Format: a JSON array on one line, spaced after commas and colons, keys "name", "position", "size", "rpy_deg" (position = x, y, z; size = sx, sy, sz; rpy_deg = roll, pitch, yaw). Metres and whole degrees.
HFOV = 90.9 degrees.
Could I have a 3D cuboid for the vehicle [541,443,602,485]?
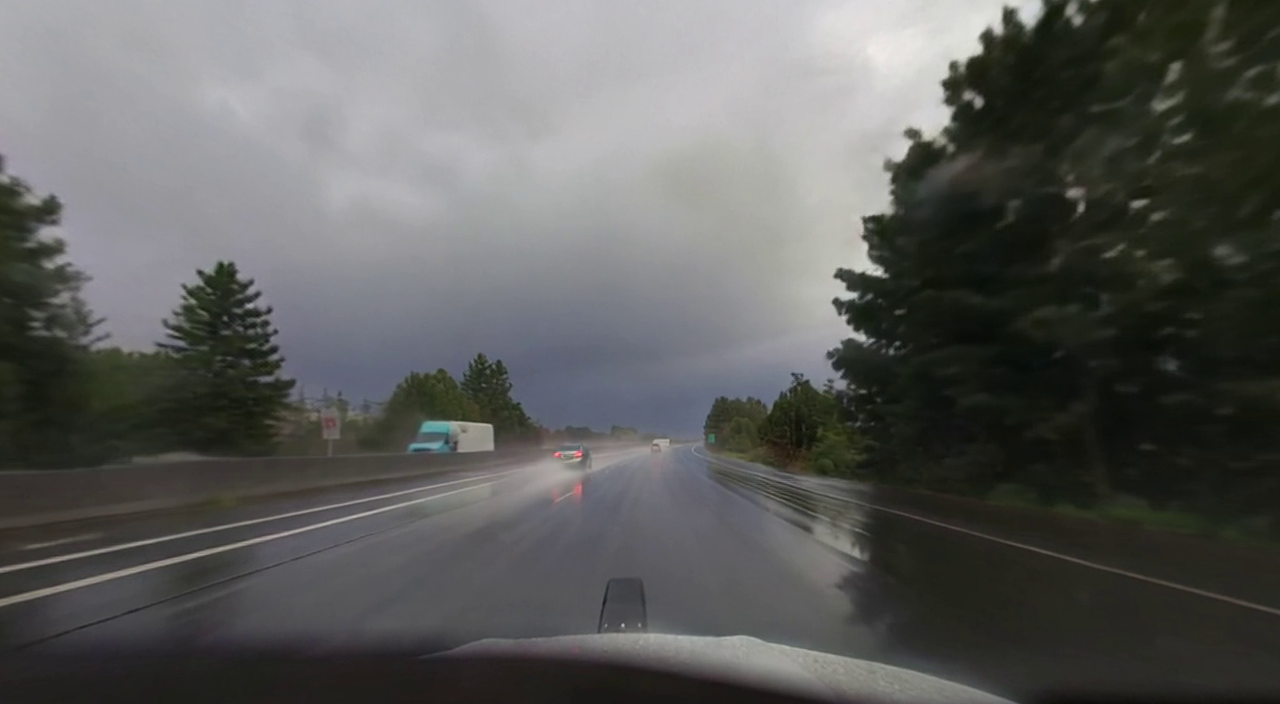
[{"name": "vehicle", "position": [-2.767, 4.657, 26.450], "size": [1.959, 1.571, 4.313], "rpy_deg": [-1, -9, 2]}]
